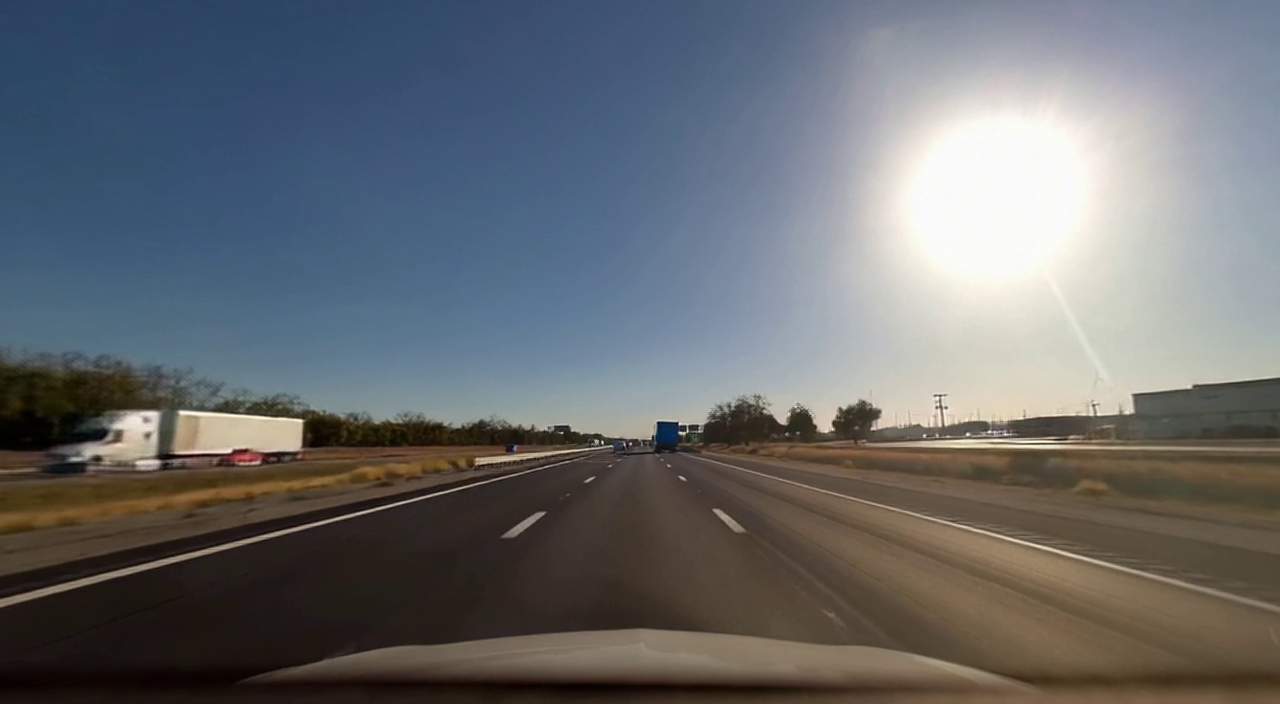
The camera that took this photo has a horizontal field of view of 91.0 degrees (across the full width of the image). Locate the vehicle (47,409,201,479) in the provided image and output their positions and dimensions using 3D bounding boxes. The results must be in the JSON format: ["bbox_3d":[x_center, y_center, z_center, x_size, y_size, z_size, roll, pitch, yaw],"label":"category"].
[{"bbox_3d":[-32.187,5.836,39.869,2.971,3.991,7.701,0,-9,0],"label":"vehicle"}]

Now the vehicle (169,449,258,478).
[{"bbox_3d":[-25.696,6.698,38.209,1.910,1.574,4.814,0,-9,2],"label":"vehicle"}]
